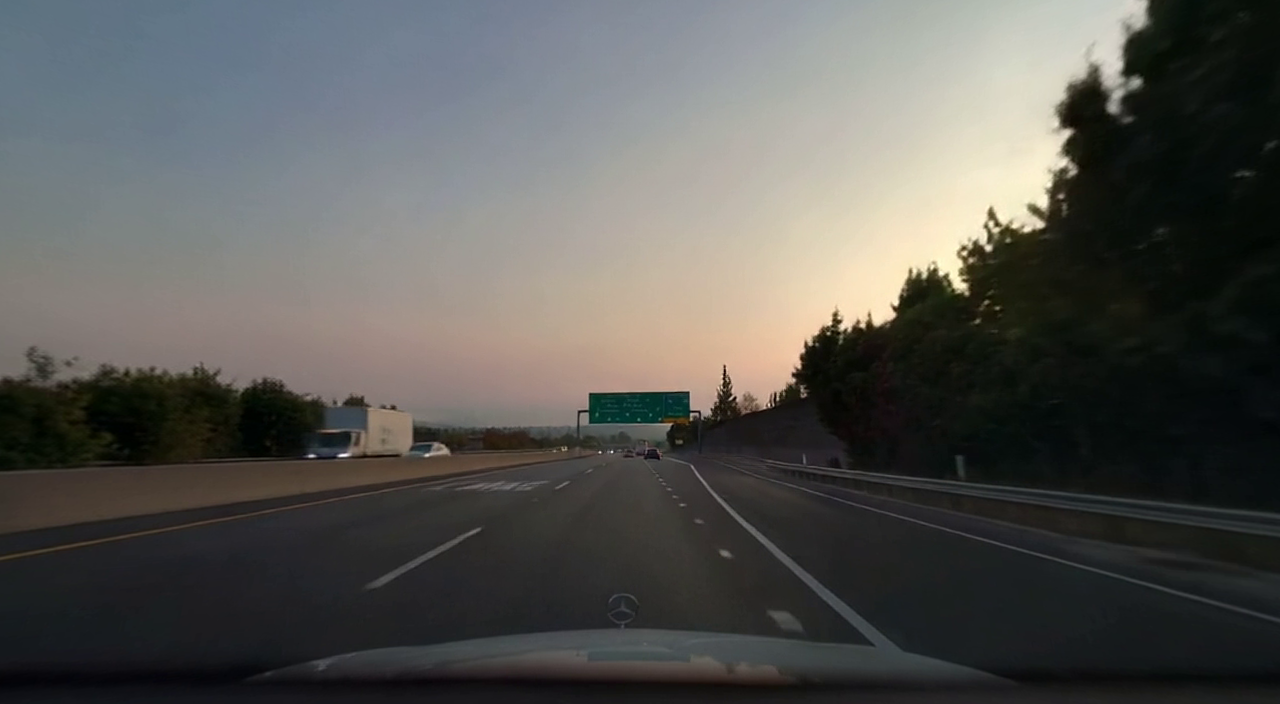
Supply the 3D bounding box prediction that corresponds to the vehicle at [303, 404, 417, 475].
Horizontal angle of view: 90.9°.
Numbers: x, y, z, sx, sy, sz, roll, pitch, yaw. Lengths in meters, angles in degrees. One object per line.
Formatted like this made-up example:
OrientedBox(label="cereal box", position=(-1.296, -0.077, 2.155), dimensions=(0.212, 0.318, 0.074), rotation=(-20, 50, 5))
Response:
OrientedBox(label="vehicle", position=(-17.977, 5.835, 41.582), dimensions=(3.044, 4.093, 10.129), rotation=(0, -9, -1))
